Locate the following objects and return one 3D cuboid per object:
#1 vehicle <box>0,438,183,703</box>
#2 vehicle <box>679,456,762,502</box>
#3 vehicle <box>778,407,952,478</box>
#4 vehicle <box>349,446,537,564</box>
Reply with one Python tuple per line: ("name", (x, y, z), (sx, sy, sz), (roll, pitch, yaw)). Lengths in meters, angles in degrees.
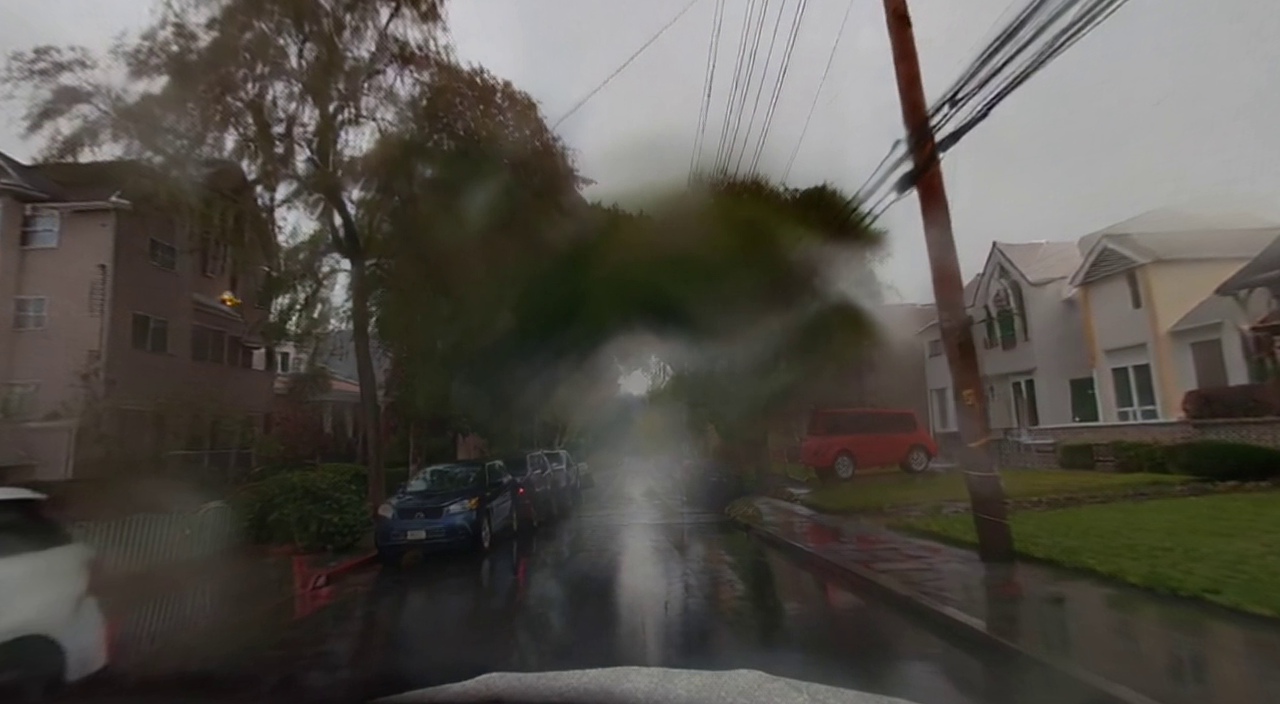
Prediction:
("vehicle", (-4.981, 1.075, 2.337), (4.537, 1.595, 2.471), (1, -13, -2))
("vehicle", (3.162, 5.028, 25.407), (3.005, 1.535, 4.025), (-2, -8, 5))
("vehicle", (6.395, 2.620, 18.332), (4.249, 1.905, 1.904), (0, -8, -2))
("vehicle", (-3.113, 2.472, 11.170), (2.081, 1.589, 4.691), (0, -8, -4))
